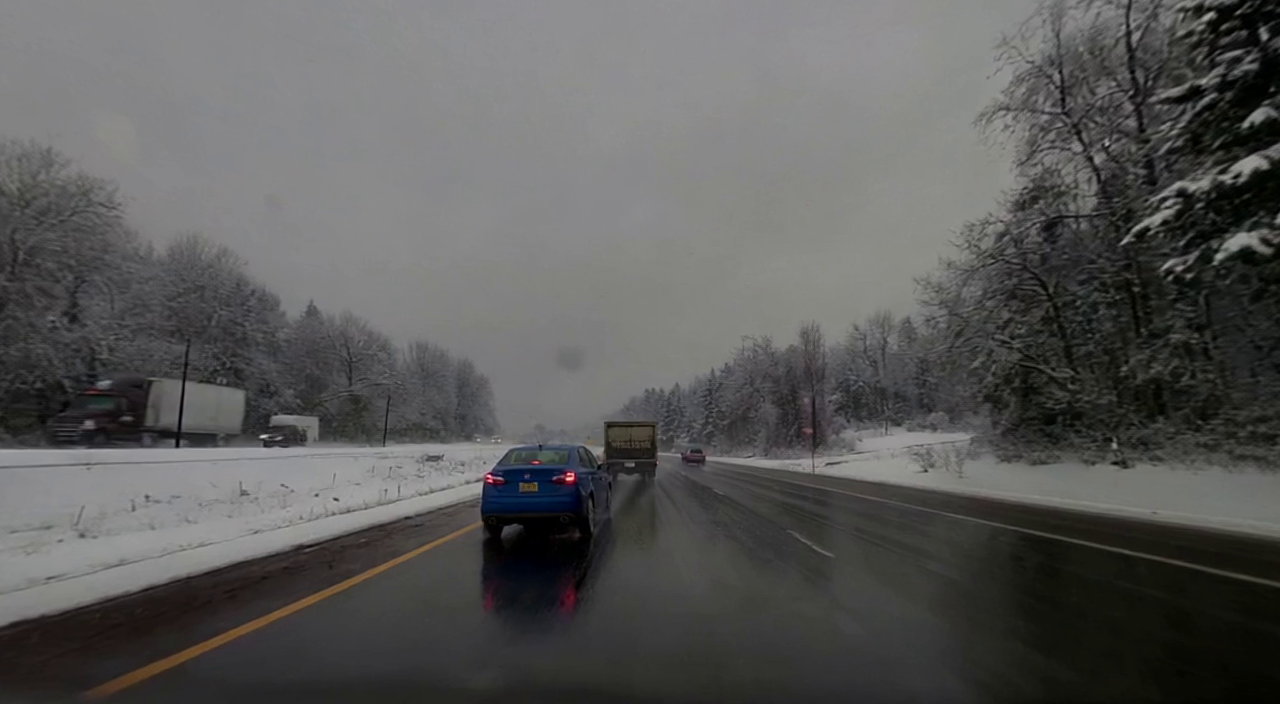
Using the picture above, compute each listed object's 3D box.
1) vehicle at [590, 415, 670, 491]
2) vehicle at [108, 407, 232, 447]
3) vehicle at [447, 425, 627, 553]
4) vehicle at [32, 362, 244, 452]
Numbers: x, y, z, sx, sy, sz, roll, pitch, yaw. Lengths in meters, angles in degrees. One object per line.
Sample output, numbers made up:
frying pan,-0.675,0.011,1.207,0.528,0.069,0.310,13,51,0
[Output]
vehicle,-0.303,3.378,21.143,2.389,2.257,4.545,0,-9,0
vehicle,-20.633,3.396,27.922,1.997,1.567,4.777,0,-9,-3
vehicle,-1.341,2.015,9.833,2.038,1.582,3.729,-1,-9,2
vehicle,-24.899,3.128,32.291,3.187,3.945,9.848,0,-9,-4
